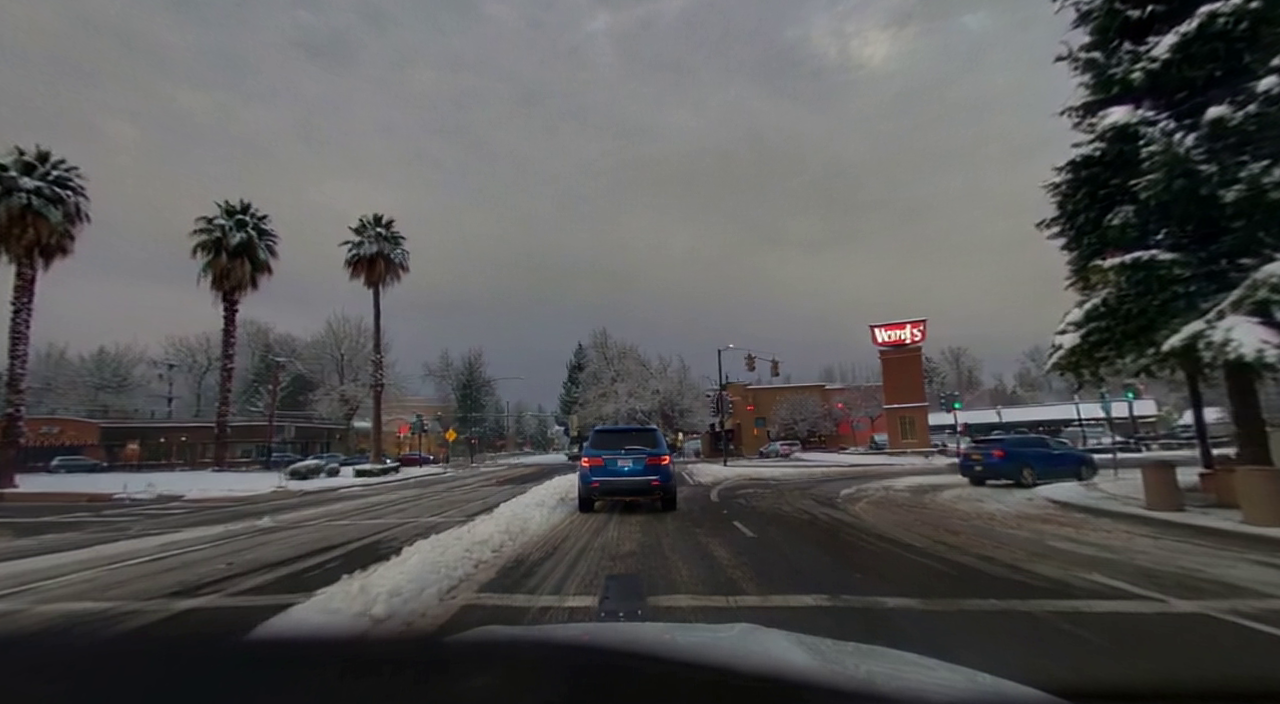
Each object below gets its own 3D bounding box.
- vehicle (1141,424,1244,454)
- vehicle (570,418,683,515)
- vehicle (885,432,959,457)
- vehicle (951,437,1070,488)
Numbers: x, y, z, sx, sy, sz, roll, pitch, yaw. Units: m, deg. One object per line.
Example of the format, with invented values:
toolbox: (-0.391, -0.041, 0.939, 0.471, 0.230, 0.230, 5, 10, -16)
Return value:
vehicle: (32.387, 5.143, 37.202, 4.167, 1.655, 1.841, -6, -10, 32)
vehicle: (-0.211, 2.665, 15.127, 2.263, 1.932, 4.709, -1, -9, 2)
vehicle: (21.647, 7.128, 48.610, 4.852, 1.847, 1.983, -6, -10, 33)
vehicle: (12.918, 3.781, 21.949, 4.542, 1.560, 2.086, 7, -11, -40)
